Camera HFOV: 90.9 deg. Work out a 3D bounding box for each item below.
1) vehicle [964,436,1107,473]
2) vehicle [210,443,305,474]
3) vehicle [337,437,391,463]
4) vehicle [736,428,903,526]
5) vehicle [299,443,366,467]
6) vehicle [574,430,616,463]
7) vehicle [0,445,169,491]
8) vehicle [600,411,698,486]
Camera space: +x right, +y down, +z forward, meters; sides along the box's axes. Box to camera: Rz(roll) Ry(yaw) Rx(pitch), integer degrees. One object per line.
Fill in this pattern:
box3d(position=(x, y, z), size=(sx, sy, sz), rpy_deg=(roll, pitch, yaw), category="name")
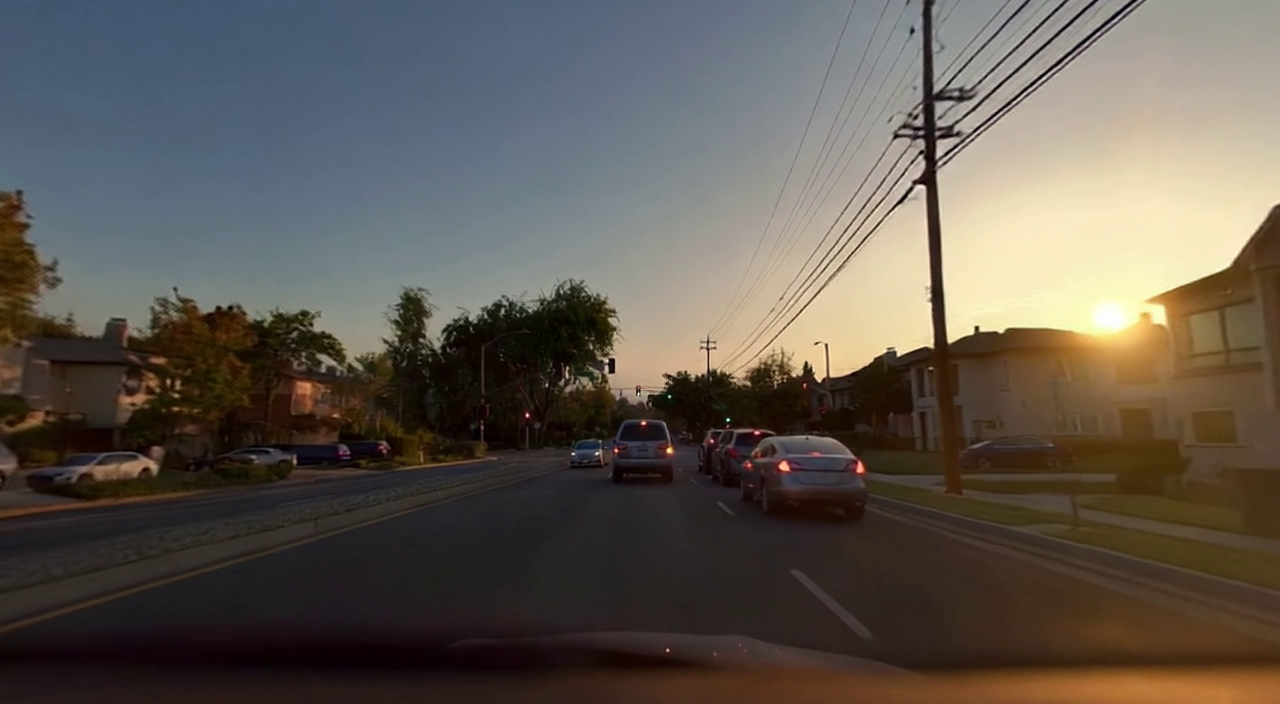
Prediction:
box3d(position=(16.571, 4.305, 26.603), size=(4.671, 1.495, 1.900), rpy_deg=(-1, -8, 4), category="vehicle")
box3d(position=(-19.723, 5.493, 32.785), size=(1.891, 1.460, 4.681), rpy_deg=(0, -8, 2), category="vehicle")
box3d(position=(-19.913, 7.083, 45.710), size=(1.996, 1.809, 4.699), rpy_deg=(0, -8, -3), category="vehicle")
box3d(position=(3.124, 2.263, 11.970), size=(2.002, 1.511, 4.124), rpy_deg=(0, -8, 1), category="vehicle")
box3d(position=(-19.672, 6.589, 40.577), size=(1.830, 1.436, 4.771), rpy_deg=(0, -8, 2), category="vehicle")
box3d(position=(-2.604, 5.626, 37.595), size=(1.999, 1.864, 4.279), rpy_deg=(0, -8, 3), category="vehicle")
box3d(position=(-19.828, 4.103, 22.735), size=(1.866, 1.471, 4.770), rpy_deg=(0, -8, 1), category="vehicle")
box3d(position=(0.267, 3.105, 20.375), size=(2.769, 2.087, 5.130), rpy_deg=(0, -8, 0), category="vehicle")
